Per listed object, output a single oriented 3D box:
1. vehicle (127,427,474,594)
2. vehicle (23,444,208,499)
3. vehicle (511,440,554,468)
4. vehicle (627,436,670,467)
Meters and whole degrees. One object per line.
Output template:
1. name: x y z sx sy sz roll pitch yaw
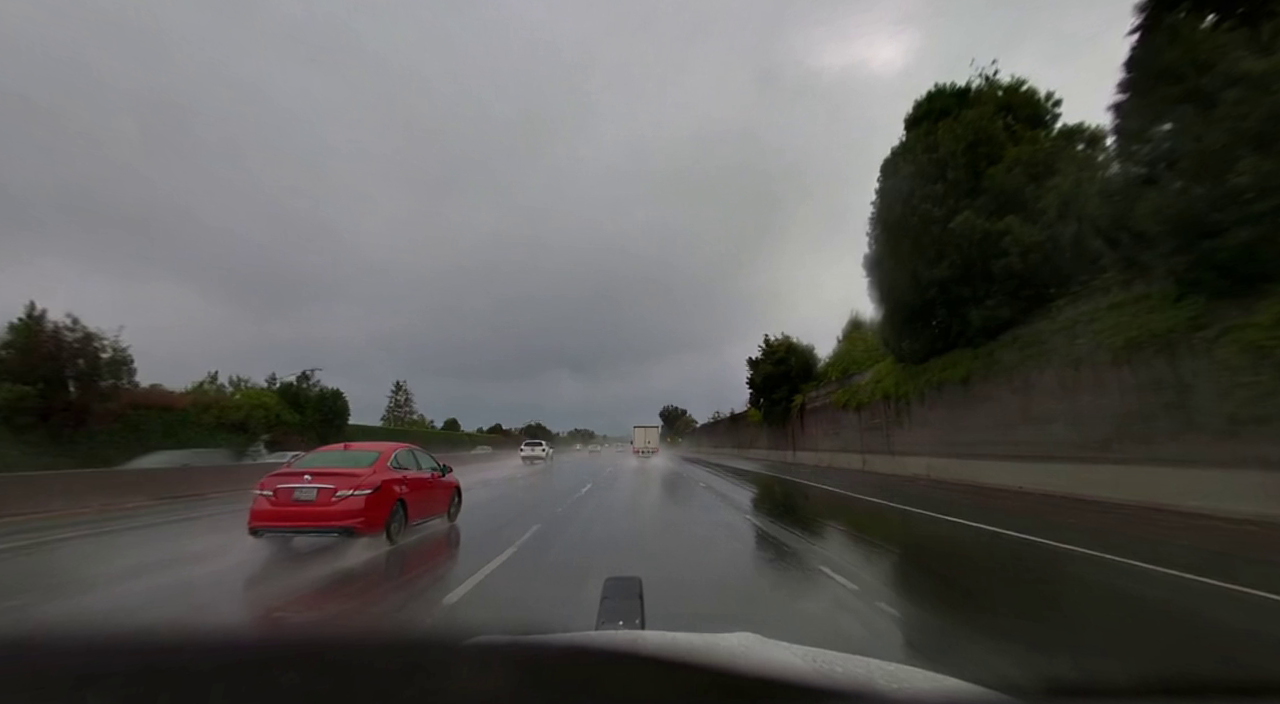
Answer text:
1. vehicle: -3.707 1.791 8.040 2.000 1.512 4.371 0 -9 0
2. vehicle: -16.940 3.849 20.748 1.939 1.591 4.751 0 -9 1
3. vehicle: -7.248 6.912 42.793 2.068 1.757 4.611 0 -9 0
4. vehicle: 0.501 7.007 44.461 2.856 1.994 4.931 0 -9 -1
